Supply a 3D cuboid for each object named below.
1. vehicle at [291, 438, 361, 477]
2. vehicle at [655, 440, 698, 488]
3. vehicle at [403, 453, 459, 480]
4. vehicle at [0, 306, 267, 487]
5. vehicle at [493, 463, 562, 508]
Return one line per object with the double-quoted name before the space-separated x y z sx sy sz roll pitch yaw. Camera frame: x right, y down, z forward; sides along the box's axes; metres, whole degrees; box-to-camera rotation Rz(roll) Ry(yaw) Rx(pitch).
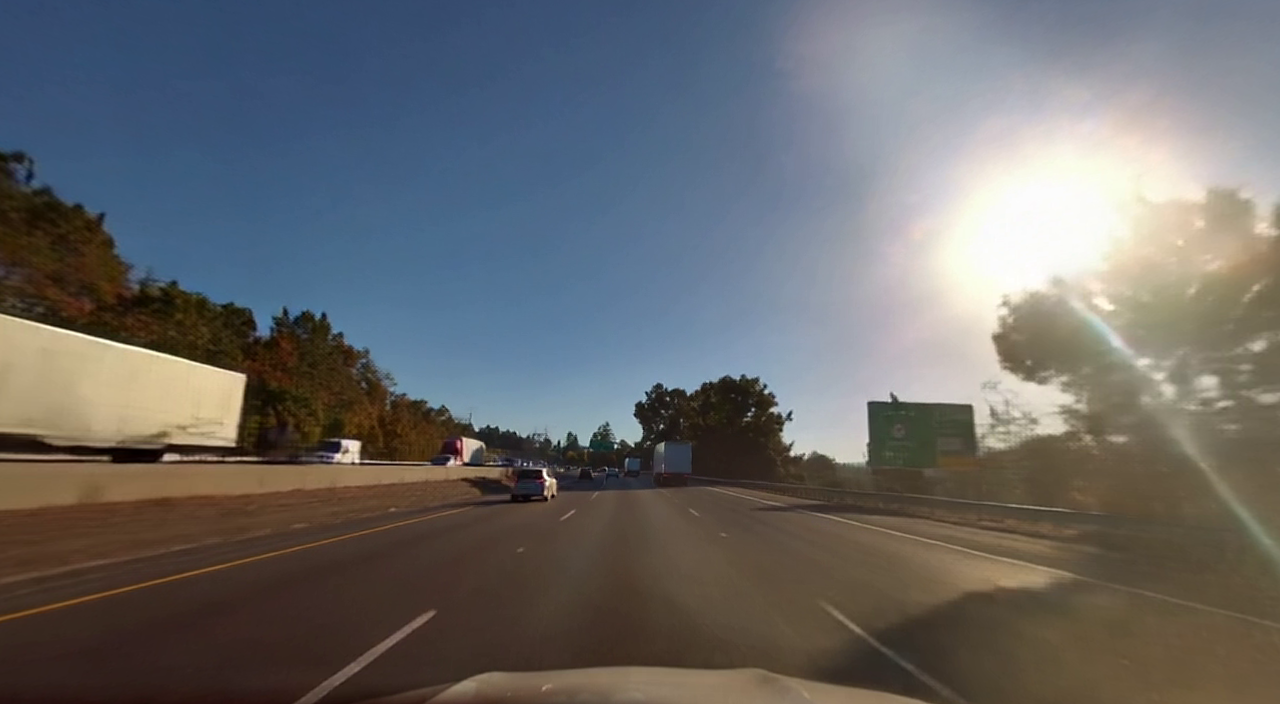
"vehicle" -22.337 7.618 45.157 2.275 2.518 5.911 2 -11 -5
"vehicle" 2.785 8.911 49.915 2.738 3.456 7.520 1 -11 -2
"vehicle" -12.210 6.769 37.044 1.874 1.446 4.444 1 -11 -2
"vehicle" -15.705 1.549 17.062 2.800 3.967 14.034 1 -11 -1
"vehicle" -4.031 4.865 23.202 1.868 1.485 3.770 1 -11 -1
